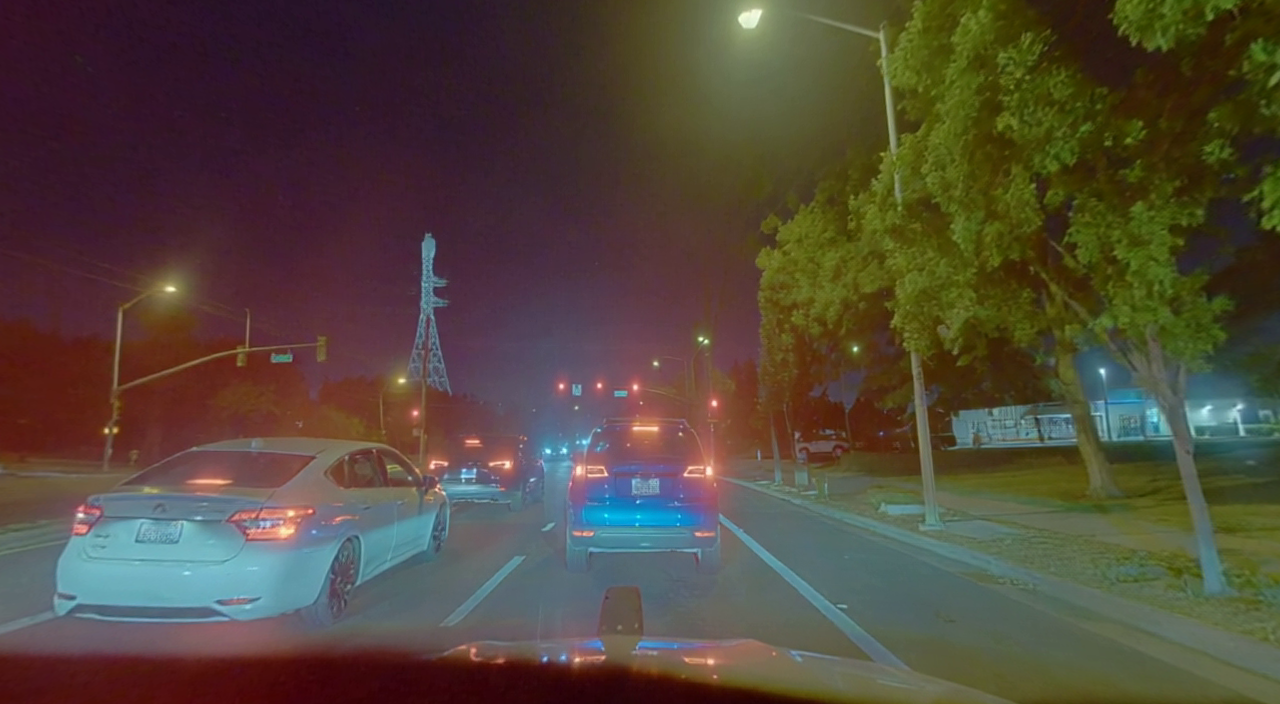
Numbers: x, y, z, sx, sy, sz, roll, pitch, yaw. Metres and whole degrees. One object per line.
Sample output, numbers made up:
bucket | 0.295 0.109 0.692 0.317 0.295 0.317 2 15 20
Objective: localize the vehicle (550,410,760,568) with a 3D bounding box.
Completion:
vehicle | 0.089 1.771 8.931 2.239 1.661 4.224 0 -8 -2

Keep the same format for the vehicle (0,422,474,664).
vehicle | -3.167 1.508 6.194 1.973 1.469 4.448 0 -8 -1

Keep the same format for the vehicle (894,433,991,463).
vehicle | 15.104 4.804 31.710 3.858 1.437 1.899 0 -8 -4

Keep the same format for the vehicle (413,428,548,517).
vehicle | -3.255 2.532 13.751 1.997 1.636 3.760 0 -8 -1
